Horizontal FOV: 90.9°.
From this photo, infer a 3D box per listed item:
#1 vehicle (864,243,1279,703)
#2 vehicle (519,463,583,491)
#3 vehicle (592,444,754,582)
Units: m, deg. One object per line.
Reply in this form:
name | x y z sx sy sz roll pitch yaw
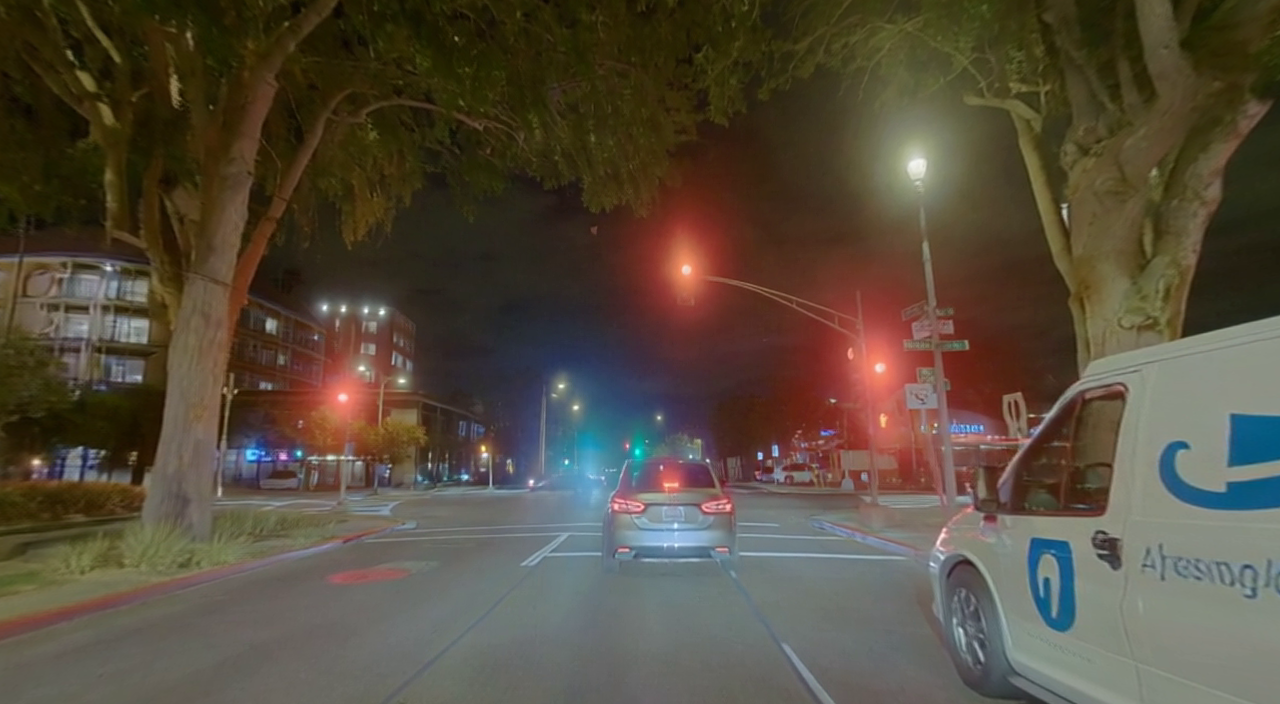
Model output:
vehicle | 2.852 0.815 2.438 2.054 1.965 5.248 1 -10 0
vehicle | -5.711 8.113 41.117 1.993 1.692 4.675 -4 -11 23
vehicle | 0.333 2.282 9.488 1.961 1.629 3.610 1 -10 -2
